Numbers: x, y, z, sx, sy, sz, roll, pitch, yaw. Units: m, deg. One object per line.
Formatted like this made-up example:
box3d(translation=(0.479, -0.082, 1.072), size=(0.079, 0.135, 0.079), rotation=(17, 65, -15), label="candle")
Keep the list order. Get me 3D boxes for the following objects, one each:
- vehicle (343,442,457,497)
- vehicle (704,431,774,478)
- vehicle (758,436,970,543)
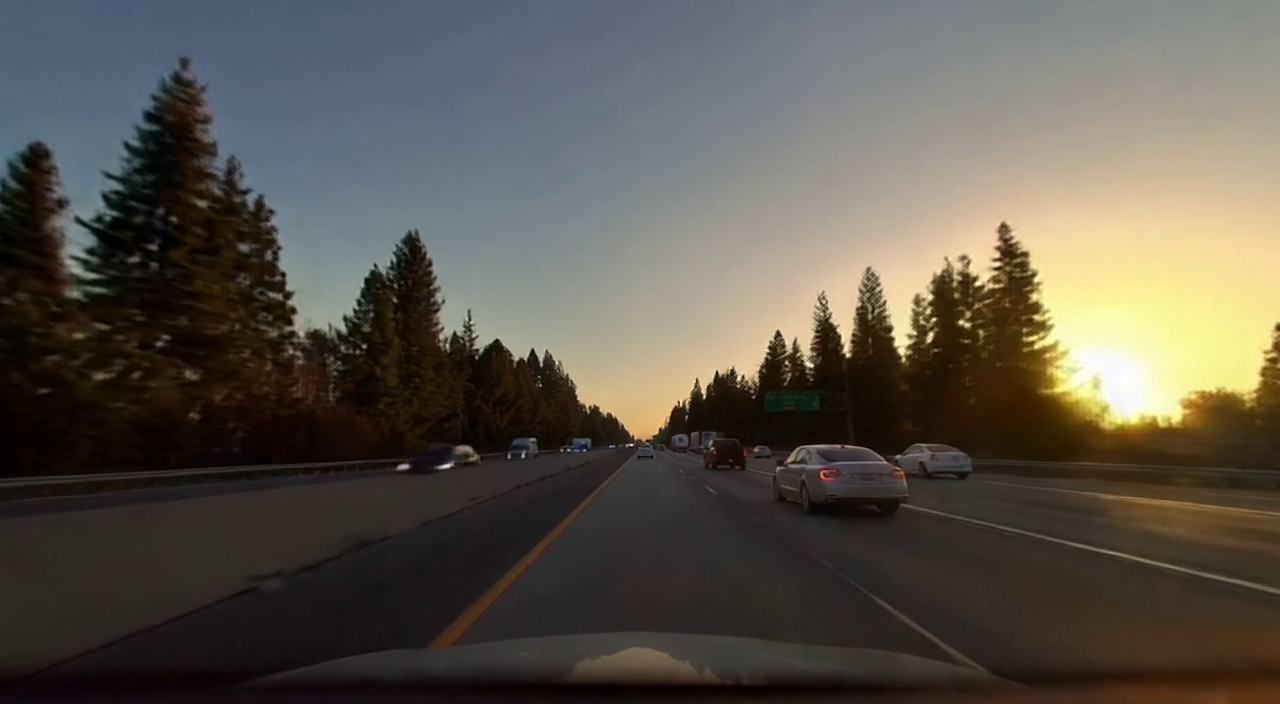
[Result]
box3d(translation=(-8.005, 3.937, 21.493), size=(2.163, 1.686, 4.251), rotation=(0, -8, 1), label="vehicle")
box3d(translation=(4.273, 4.542, 28.117), size=(2.206, 1.902, 5.460), rotation=(0, -8, 0), label="vehicle")
box3d(translation=(3.548, 2.251, 11.113), size=(1.904, 1.453, 4.789), rotation=(0, -8, -1), label="vehicle")
